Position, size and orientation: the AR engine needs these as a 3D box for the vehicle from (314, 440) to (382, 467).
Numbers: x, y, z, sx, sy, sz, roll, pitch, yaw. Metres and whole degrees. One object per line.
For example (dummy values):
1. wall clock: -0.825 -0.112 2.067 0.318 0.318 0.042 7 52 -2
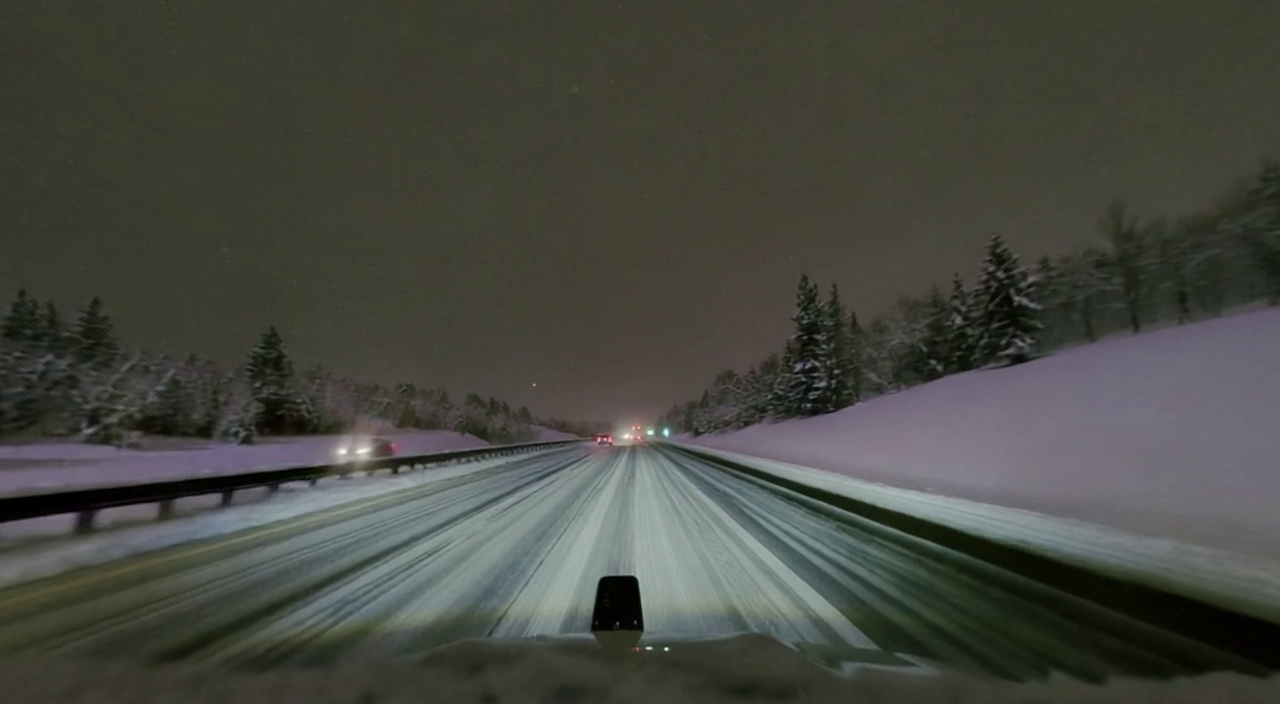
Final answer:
1. vehicle: -17.597 6.113 38.149 1.962 1.520 4.598 0 -8 0
